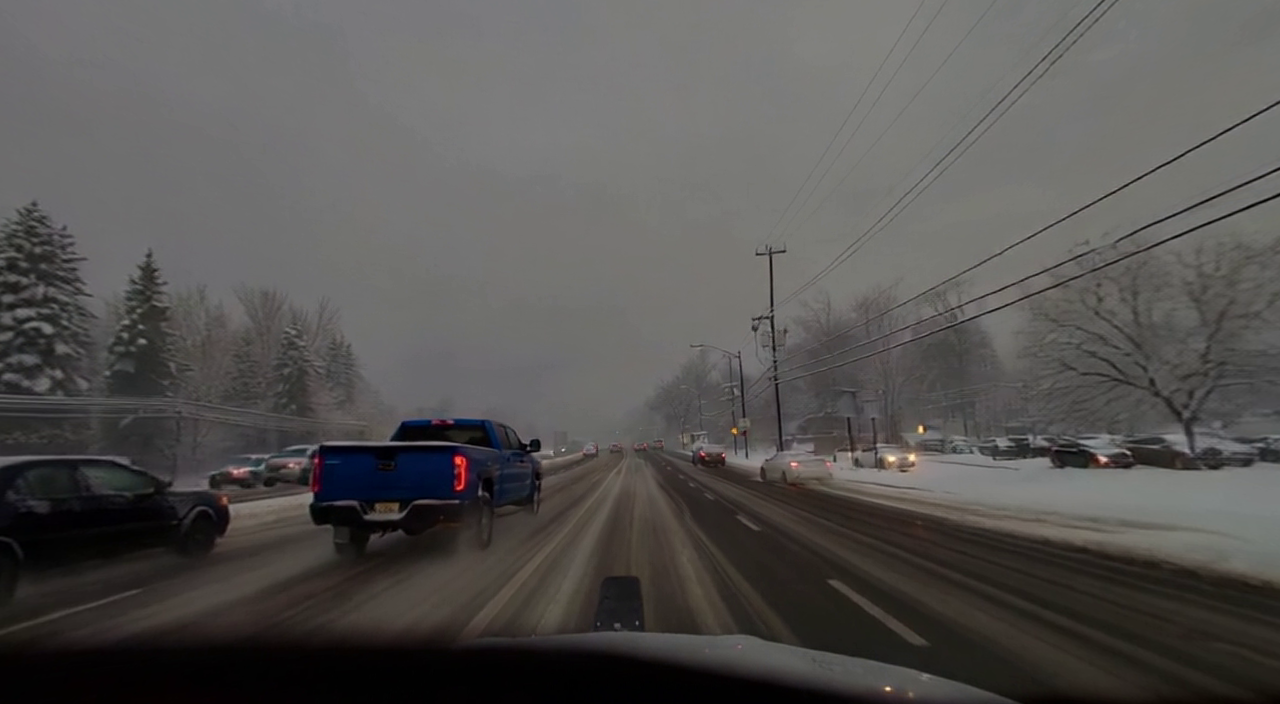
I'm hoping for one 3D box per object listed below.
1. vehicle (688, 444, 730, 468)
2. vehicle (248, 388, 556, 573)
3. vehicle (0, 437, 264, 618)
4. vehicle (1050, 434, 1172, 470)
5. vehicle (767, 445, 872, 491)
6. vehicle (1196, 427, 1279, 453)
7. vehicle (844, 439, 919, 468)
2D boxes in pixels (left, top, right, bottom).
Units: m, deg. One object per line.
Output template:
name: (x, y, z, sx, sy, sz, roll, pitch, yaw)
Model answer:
vehicle: (4.517, 6.895, 42.006, 2.071, 1.435, 4.226, 0, -9, -4)
vehicle: (-2.999, 1.876, 10.007, 2.467, 1.991, 6.089, -1, -9, 0)
vehicle: (-6.372, 1.674, 6.517, 2.035, 1.497, 4.723, -1, -9, 1)
vehicle: (22.828, 4.859, 30.818, 1.860, 1.597, 4.261, 4, -10, -25)
vehicle: (6.230, 4.069, 22.529, 1.840, 1.428, 4.602, 1, -9, -8)
vehicle: (38.216, 5.591, 40.068, 4.628, 1.574, 2.349, 3, -10, -20)
vehicle: (17.193, 7.307, 45.412, 2.267, 1.925, 5.964, 1, -9, -9)
